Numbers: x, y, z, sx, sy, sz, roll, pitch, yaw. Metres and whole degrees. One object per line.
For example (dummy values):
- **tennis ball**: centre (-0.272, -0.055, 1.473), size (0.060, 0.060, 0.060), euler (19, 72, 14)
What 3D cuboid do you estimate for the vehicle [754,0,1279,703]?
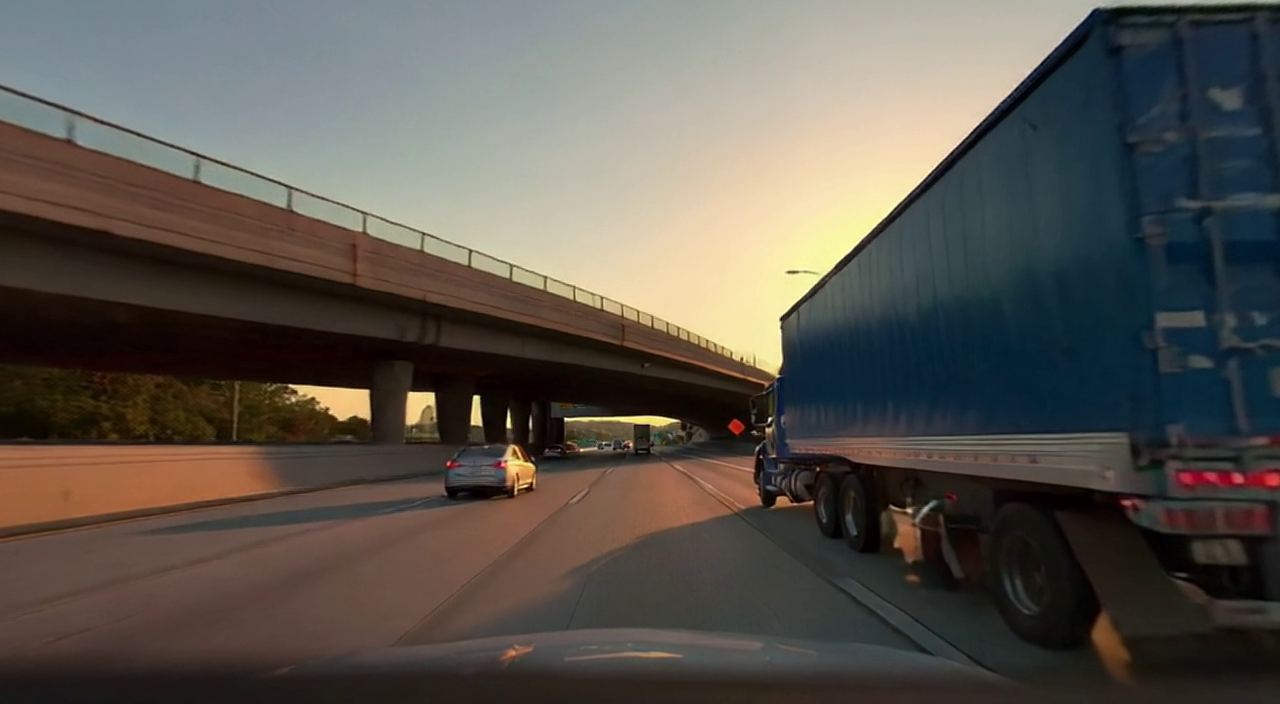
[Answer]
- **vehicle**: centre (3.754, 0.601, 6.670), size (3.049, 3.395, 10.595), euler (0, -9, 0)

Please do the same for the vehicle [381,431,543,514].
- **vehicle**: centre (-3.697, 2.617, 14.211), size (2.143, 1.529, 4.918), euler (0, -8, 1)
